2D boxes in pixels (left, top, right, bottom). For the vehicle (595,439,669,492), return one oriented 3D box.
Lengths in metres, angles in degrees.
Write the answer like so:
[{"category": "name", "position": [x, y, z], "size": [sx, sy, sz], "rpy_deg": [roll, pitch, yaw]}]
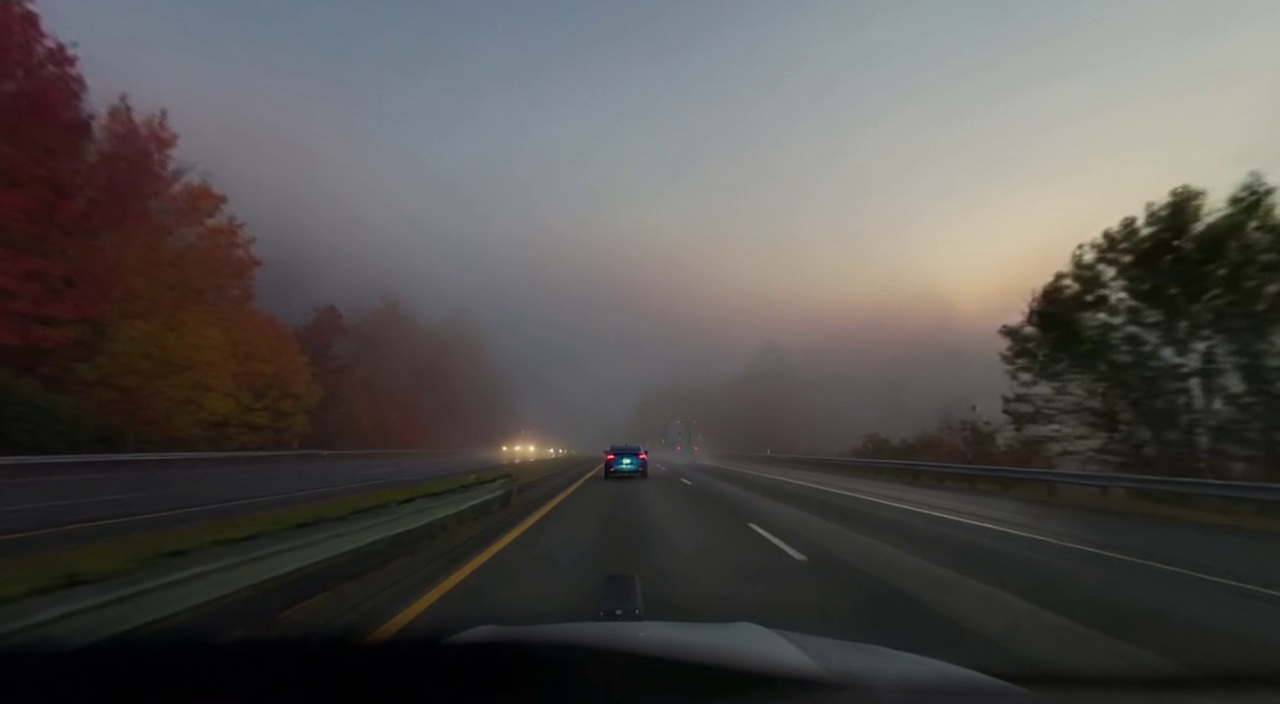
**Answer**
[{"category": "vehicle", "position": [-0.277, 3.554, 19.955], "size": [2.099, 1.506, 4.097], "rpy_deg": [0, -9, -1]}]
